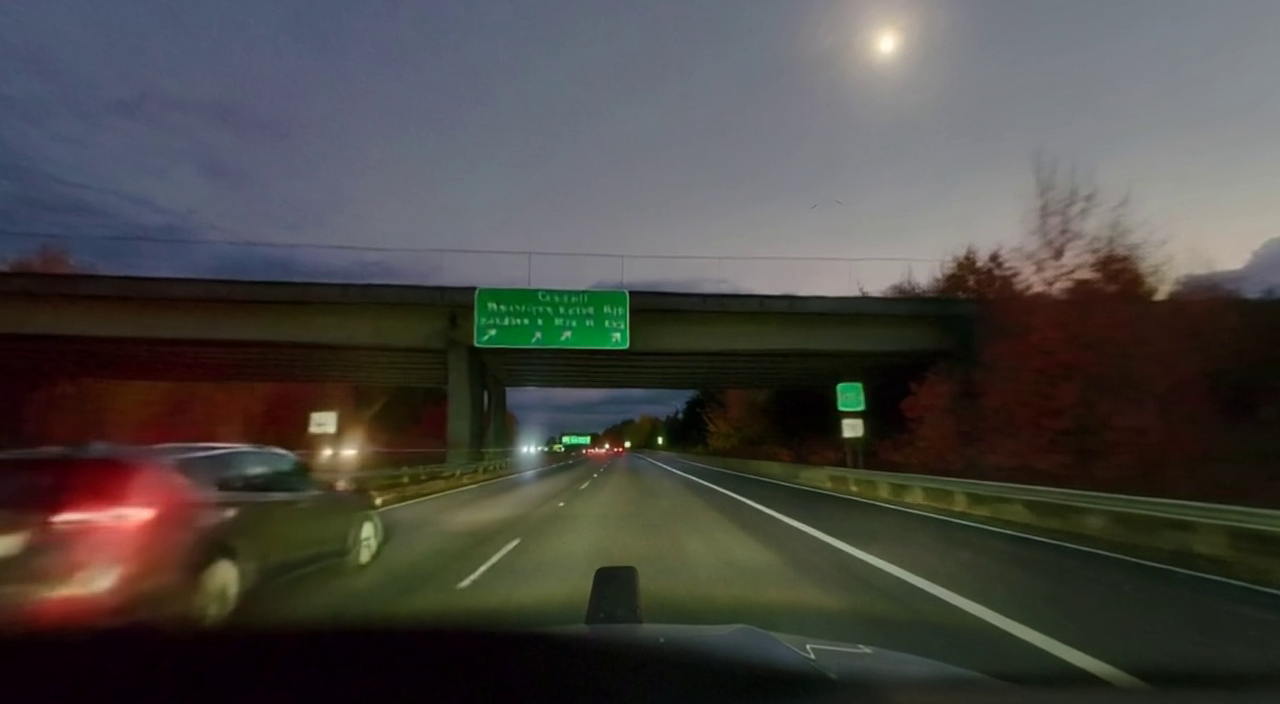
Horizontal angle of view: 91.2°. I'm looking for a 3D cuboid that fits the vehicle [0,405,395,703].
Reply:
[{"bbox_3d":[-4.000,1.381,5.213,2.047,1.519,4.832,-1,-9,-1],"label":"vehicle"}]
